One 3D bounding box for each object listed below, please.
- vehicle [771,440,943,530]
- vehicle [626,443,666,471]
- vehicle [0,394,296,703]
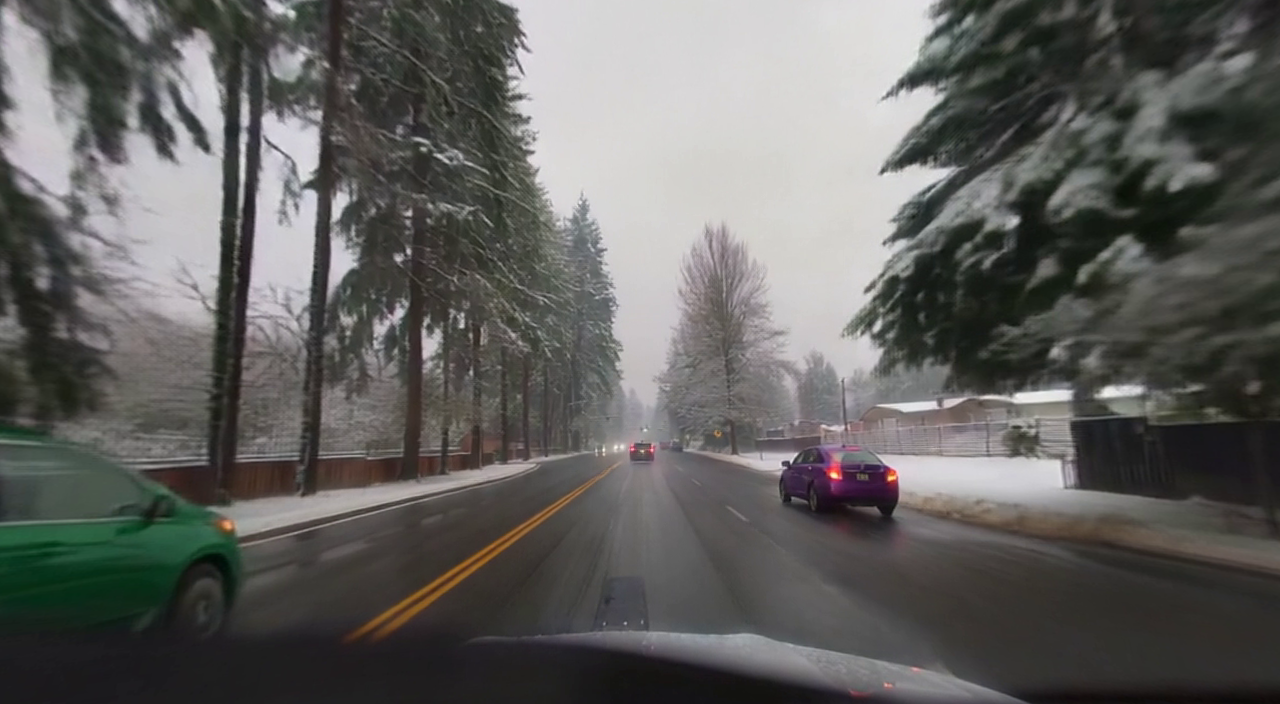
[{"bbox_3d":[4.151,2.577,12.967,1.943,1.471,4.515,-1,-8,0],"label":"vehicle"},{"bbox_3d":[0.391,6.209,37.612,2.206,1.525,4.695,-1,-8,1],"label":"vehicle"},{"bbox_3d":[-3.738,0.927,2.320,2.162,1.546,4.889,-1,-8,0],"label":"vehicle"}]
